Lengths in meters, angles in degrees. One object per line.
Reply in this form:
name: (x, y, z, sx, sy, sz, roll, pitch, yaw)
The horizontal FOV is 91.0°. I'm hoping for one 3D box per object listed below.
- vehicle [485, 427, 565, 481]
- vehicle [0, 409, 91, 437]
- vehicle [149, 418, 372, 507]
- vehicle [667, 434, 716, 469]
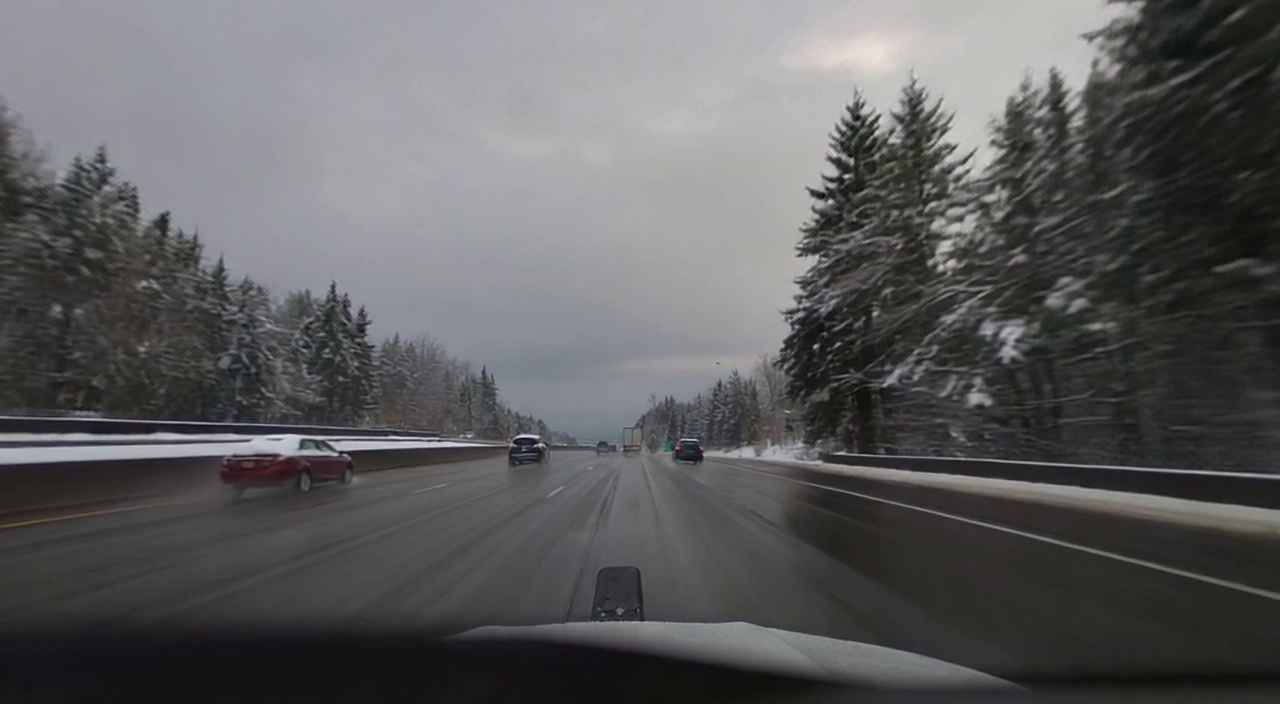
vehicle: (-3.911, 3.566, 22.206, 2.002, 1.680, 4.301, 0, -8, 0)
vehicle: (-34.986, 4.228, 37.003, 1.683, 1.458, 4.062, 0, -8, 1)
vehicle: (-8.323, 2.478, 14.502, 2.237, 1.703, 4.681, 0, -8, -1)
vehicle: (2.642, 5.210, 33.173, 2.053, 1.698, 4.097, 0, -8, -2)
